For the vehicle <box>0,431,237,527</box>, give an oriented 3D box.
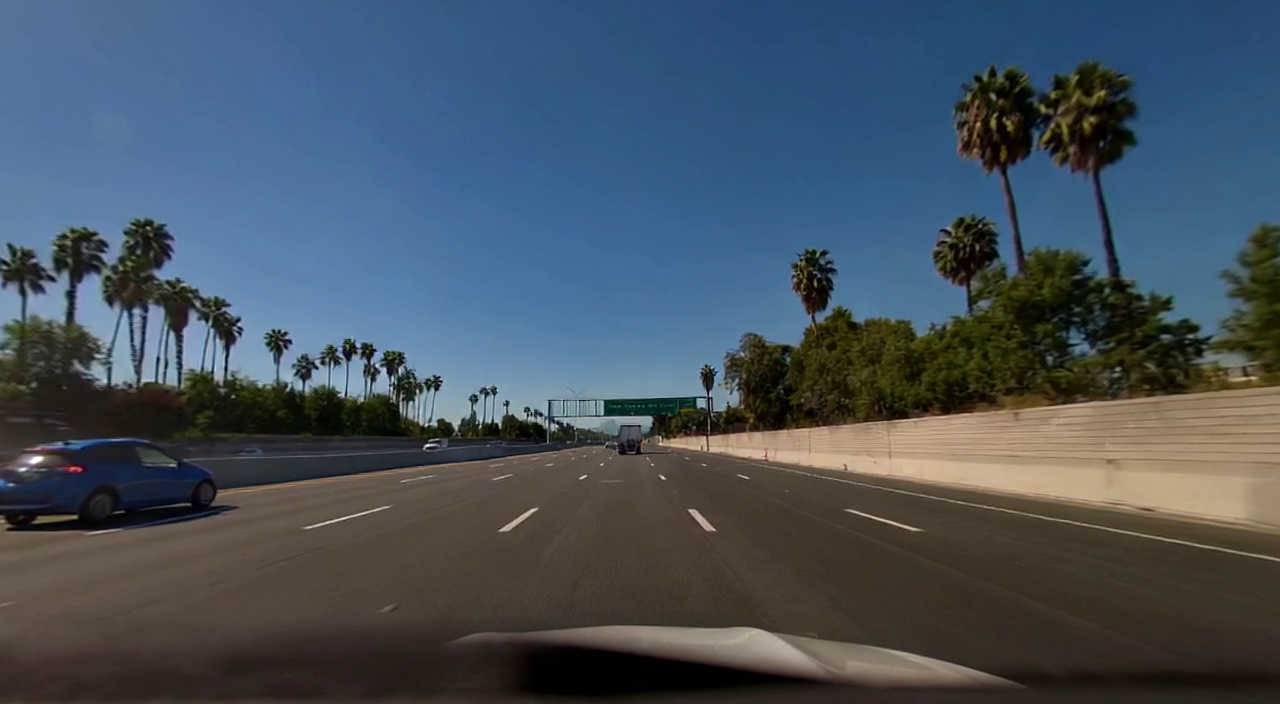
[{"bbox_3d":[-10.608,2.510,13.039,1.897,1.653,4.113,0,-9,-1],"label":"vehicle"}]
